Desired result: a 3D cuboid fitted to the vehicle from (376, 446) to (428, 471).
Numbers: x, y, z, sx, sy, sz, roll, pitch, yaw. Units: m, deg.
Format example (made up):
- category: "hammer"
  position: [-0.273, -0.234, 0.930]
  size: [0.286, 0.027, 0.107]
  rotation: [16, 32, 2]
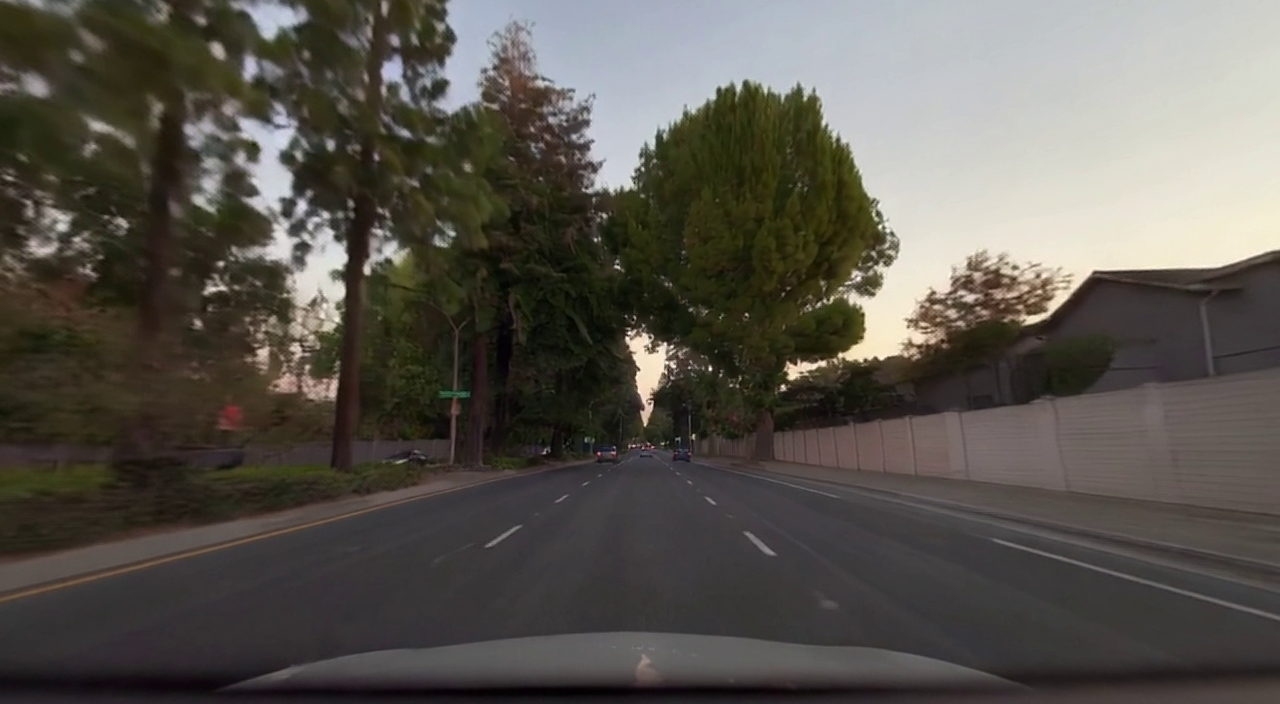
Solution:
- category: "vehicle"
  position: [-17.746, 7.948, 47.265]
  size: [1.978, 1.766, 4.752]
  rotation: [0, -9, 1]
